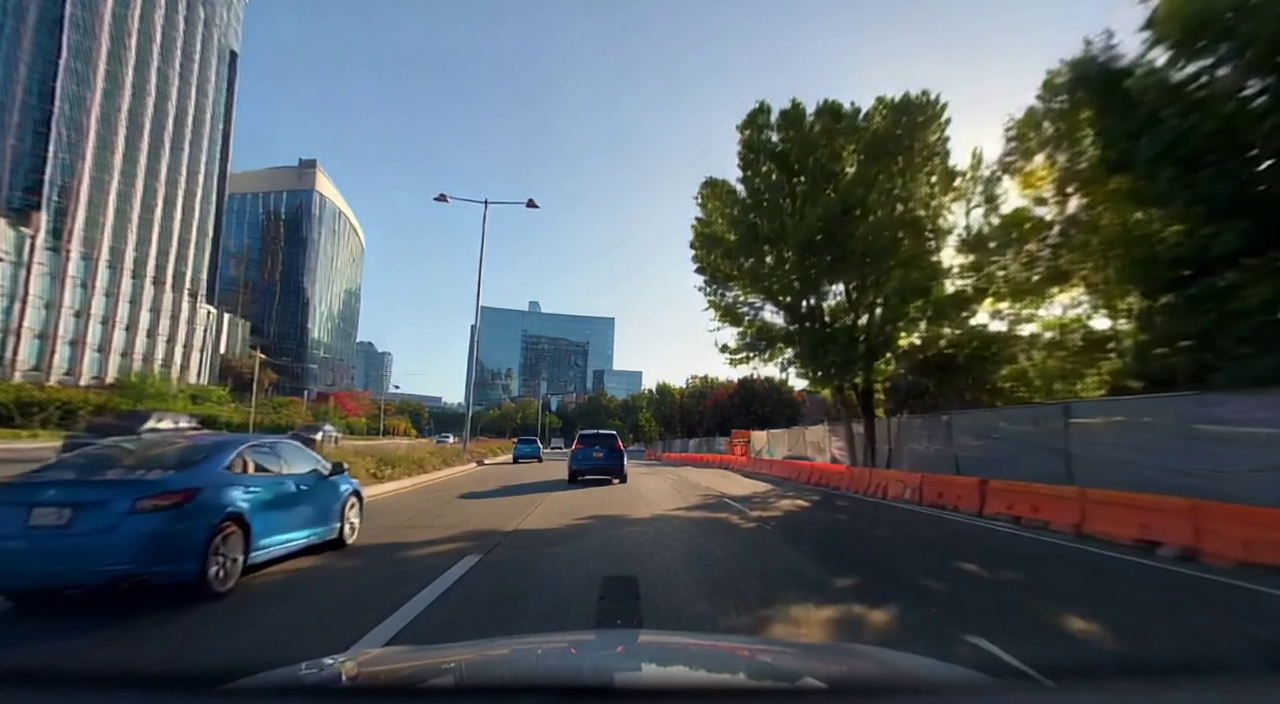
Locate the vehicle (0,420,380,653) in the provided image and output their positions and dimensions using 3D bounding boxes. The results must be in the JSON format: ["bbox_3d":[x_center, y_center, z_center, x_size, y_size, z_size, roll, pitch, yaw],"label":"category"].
[{"bbox_3d":[-4.175,1.392,5.891,1.848,1.406,4.013,0,-8,-1],"label":"vehicle"}]

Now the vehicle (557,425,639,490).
[{"bbox_3d":[-1.060,2.695,16.489,1.913,1.499,3.581,0,-8,-3],"label":"vehicle"}]

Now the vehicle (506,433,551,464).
[{"bbox_3d":[-5.672,4.950,32.533,1.888,1.486,4.310,1,-8,-5],"label":"vehicle"}]
